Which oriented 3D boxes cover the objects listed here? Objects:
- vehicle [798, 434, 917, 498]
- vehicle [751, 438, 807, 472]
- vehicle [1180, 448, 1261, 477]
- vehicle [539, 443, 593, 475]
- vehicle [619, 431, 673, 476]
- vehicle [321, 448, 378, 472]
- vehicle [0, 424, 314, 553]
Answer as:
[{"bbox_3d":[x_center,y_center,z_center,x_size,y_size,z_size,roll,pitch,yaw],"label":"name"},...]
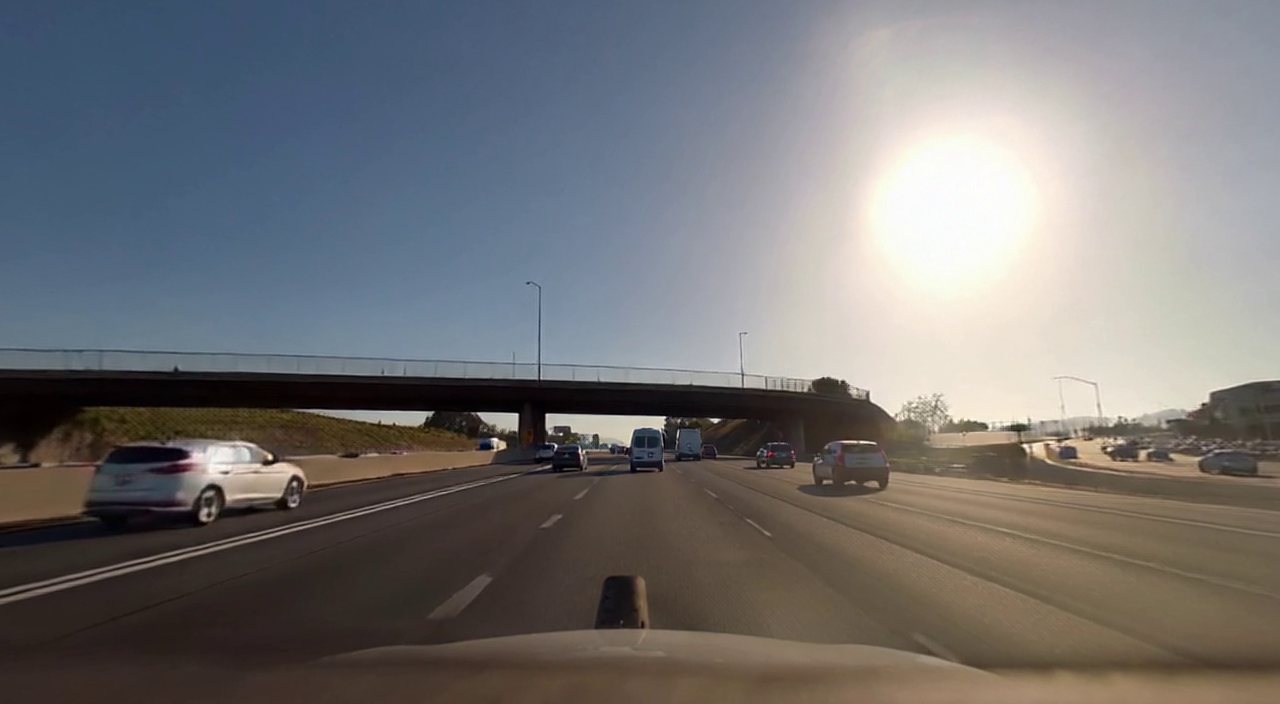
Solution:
[{"bbox_3d":[6.360,3.374,19.071,2.146,1.678,4.489,0,-9,2],"label":"vehicle"},{"bbox_3d":[8.008,5.977,36.843,2.147,1.808,5.243,0,-9,0],"label":"vehicle"},{"bbox_3d":[37.981,7.180,41.336,2.039,1.718,4.674,-3,-9,18],"label":"vehicle"},{"bbox_3d":[-3.732,5.487,32.596,2.173,1.542,4.781,0,-9,1],"label":"vehicle"},{"bbox_3d":[0.313,5.105,31.866,2.509,2.062,4.639,0,-9,1],"label":"vehicle"},{"bbox_3d":[-18.957,7.049,41.248,1.843,1.487,3.747,0,-9,2],"label":"vehicle"},{"bbox_3d":[-7.658,2.087,10.379,2.108,1.619,4.548,0,-9,0],"label":"vehicle"}]
